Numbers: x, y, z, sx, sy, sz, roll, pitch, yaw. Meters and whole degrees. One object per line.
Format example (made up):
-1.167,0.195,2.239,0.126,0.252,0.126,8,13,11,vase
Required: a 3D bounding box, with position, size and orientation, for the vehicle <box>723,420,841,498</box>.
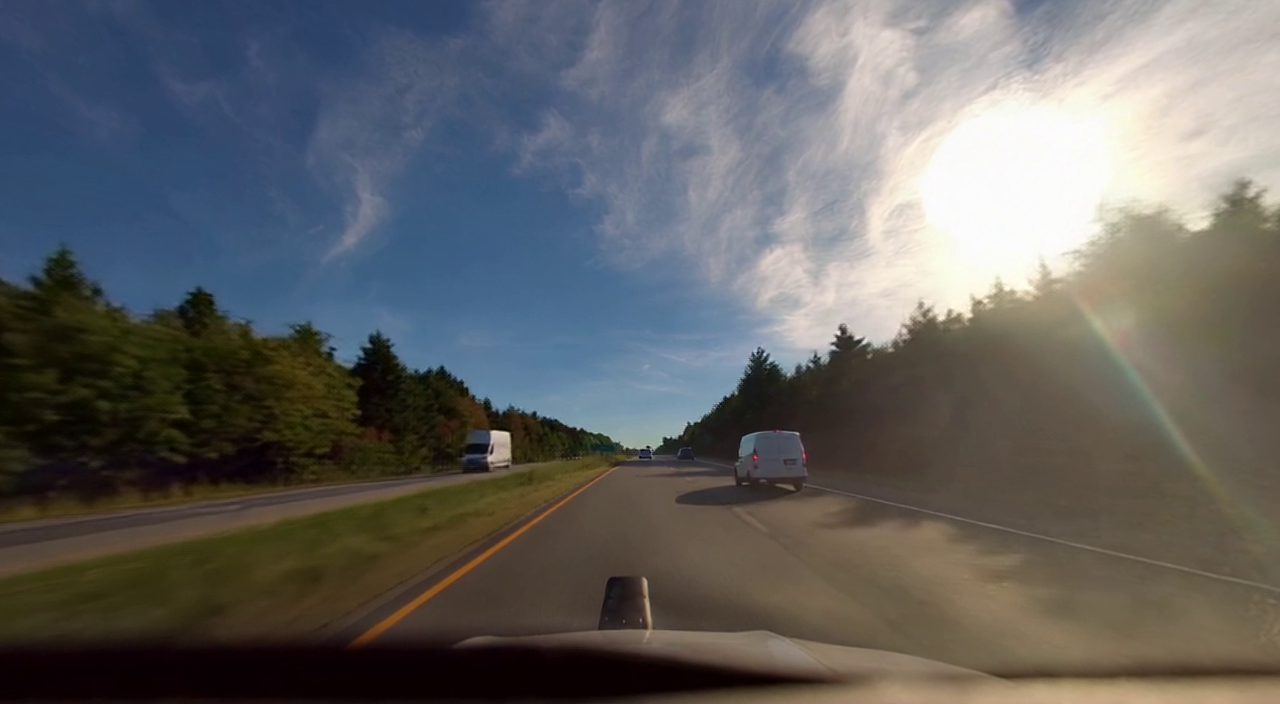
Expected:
4.125,3.234,19.306,2.371,2.045,4.768,0,-9,-1,vehicle
